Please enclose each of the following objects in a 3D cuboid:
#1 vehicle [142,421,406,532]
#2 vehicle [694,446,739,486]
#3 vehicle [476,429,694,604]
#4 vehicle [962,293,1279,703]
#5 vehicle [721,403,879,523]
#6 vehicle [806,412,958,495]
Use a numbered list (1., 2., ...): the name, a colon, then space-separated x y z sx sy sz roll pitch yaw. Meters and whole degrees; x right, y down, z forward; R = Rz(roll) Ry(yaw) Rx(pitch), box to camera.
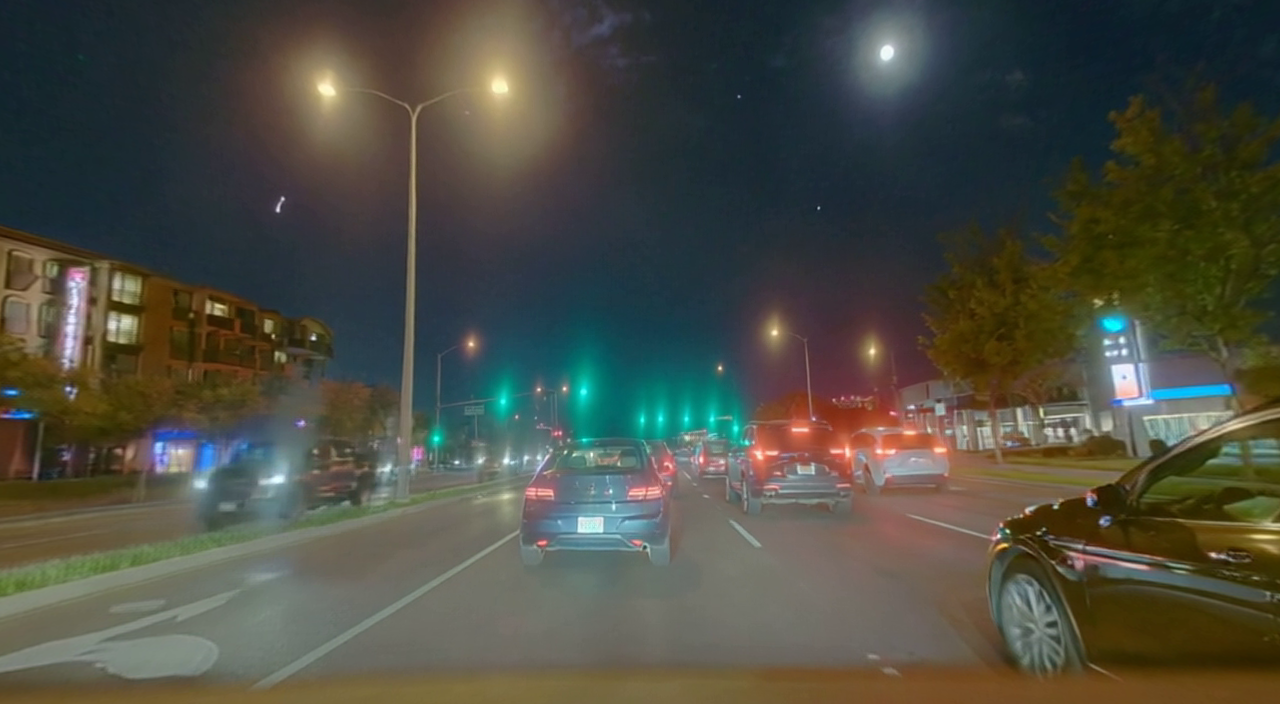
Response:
1. vehicle: -8.762 3.036 16.208 2.815 2.263 6.416 0 -8 1
2. vehicle: 3.358 5.043 28.214 1.518 1.650 4.408 0 -8 1
3. vehicle: -0.508 1.902 8.178 2.111 1.676 4.018 0 -8 1
4. vehicle: 3.179 0.769 2.013 1.982 1.960 4.427 0 -8 1
5. vehicle: 3.702 2.746 16.030 2.516 2.481 5.766 0 -8 0
6. vehicle: 7.314 3.163 19.813 2.627 2.252 5.236 0 -8 0
